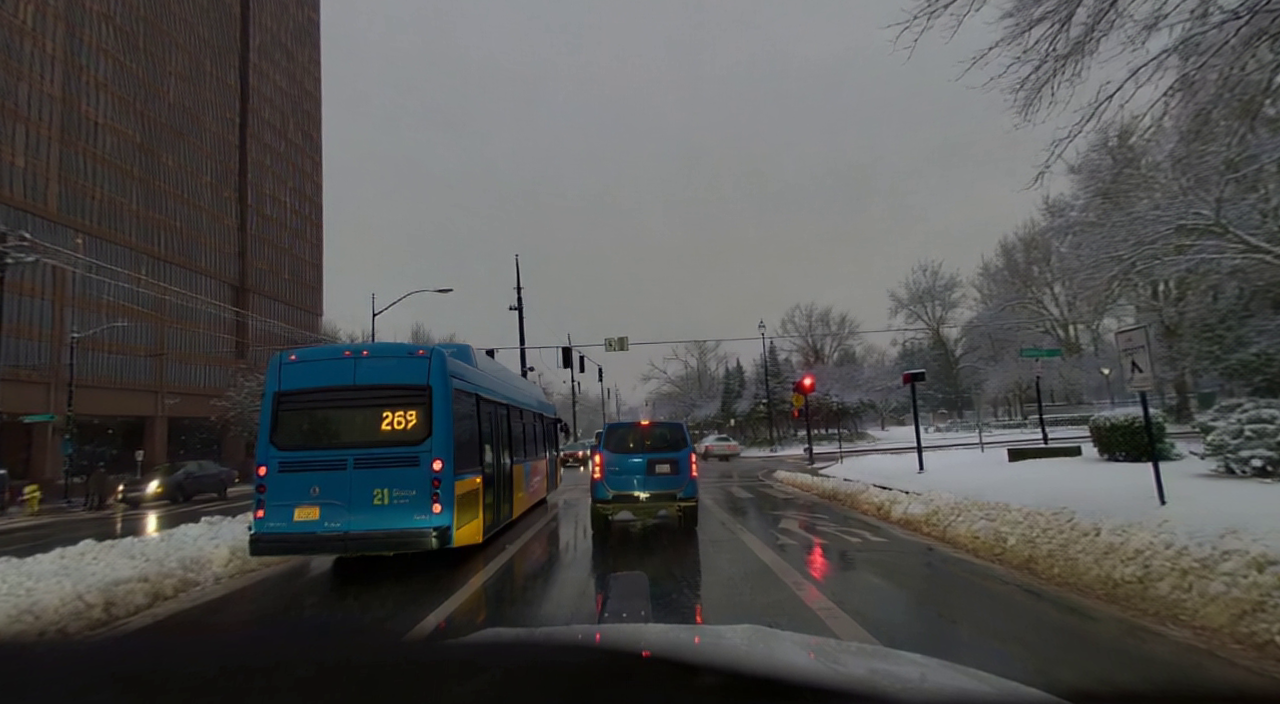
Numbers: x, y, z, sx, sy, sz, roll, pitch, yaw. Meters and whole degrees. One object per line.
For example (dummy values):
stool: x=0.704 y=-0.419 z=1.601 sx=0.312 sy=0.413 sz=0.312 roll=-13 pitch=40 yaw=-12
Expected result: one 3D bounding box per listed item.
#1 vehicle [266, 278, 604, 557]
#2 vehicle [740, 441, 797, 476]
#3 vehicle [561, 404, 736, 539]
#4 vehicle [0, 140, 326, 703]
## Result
vehicle: x=-2.882 y=1.786 z=14.585 sx=3.042 sy=3.445 sz=13.615 roll=0 pitch=-9 yaw=1
vehicle: x=6.133 y=5.108 z=30.480 sx=1.919 sy=1.529 sz=4.059 roll=0 pitch=-9 yaw=0
vehicle: x=0.134 y=2.038 z=11.240 sx=2.500 sy=1.912 sz=4.270 roll=0 pitch=-9 yaw=1
vehicle: x=-2.752 y=0.330 z=0.219 sx=2.329 sy=2.089 sz=5.659 roll=0 pitch=-9 yaw=0
